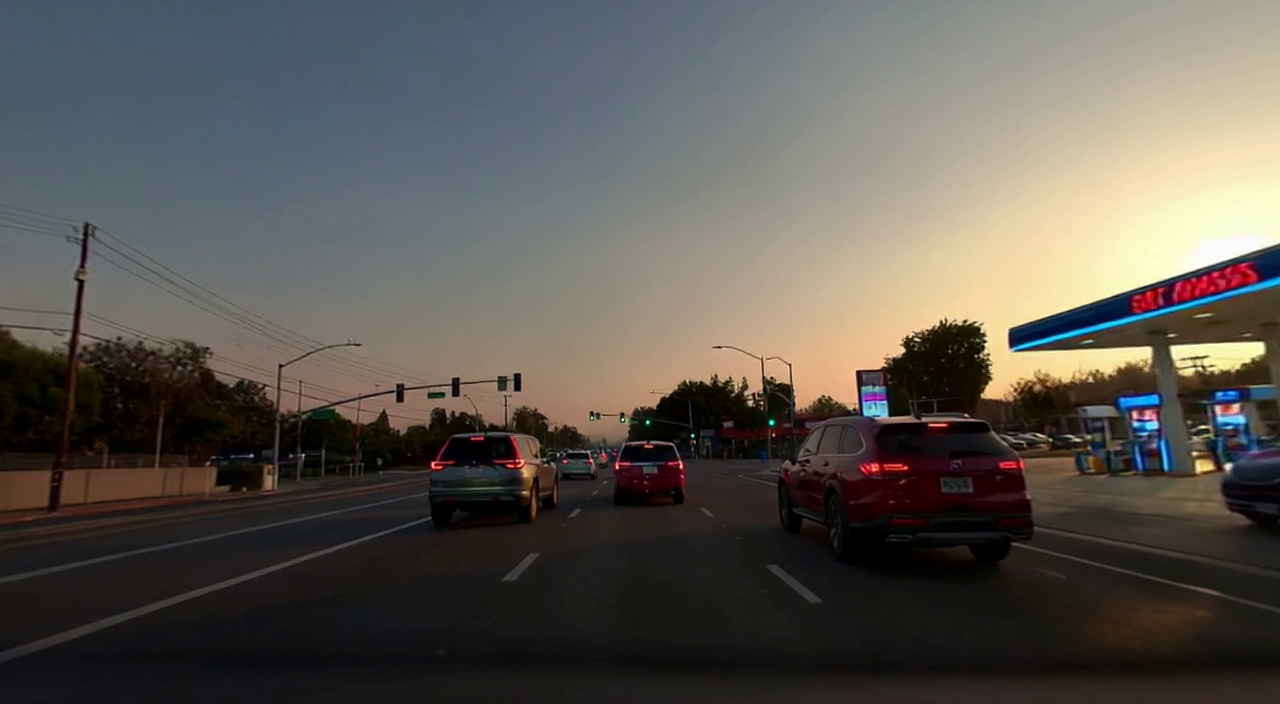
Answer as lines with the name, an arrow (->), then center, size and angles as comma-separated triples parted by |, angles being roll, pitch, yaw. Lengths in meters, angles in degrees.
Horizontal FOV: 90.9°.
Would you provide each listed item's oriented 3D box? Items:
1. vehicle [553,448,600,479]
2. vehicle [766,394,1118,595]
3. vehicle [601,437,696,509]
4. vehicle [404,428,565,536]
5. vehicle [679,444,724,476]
vehicle -> -3.267, 5.812, 33.146 | 1.954, 1.497, 4.078 | 0, -8, 1
vehicle -> 3.362, 1.725, 8.629 | 2.161, 1.868, 5.321 | 0, -8, 0
vehicle -> 0.164, 3.110, 16.678 | 2.181, 1.650, 4.083 | 0, -8, -1
vehicle -> -2.788, 2.437, 12.444 | 2.019, 1.731, 4.299 | 0, -8, 1
vehicle -> 3.466, 6.178, 36.386 | 2.122, 1.745, 4.337 | 0, -8, 0
